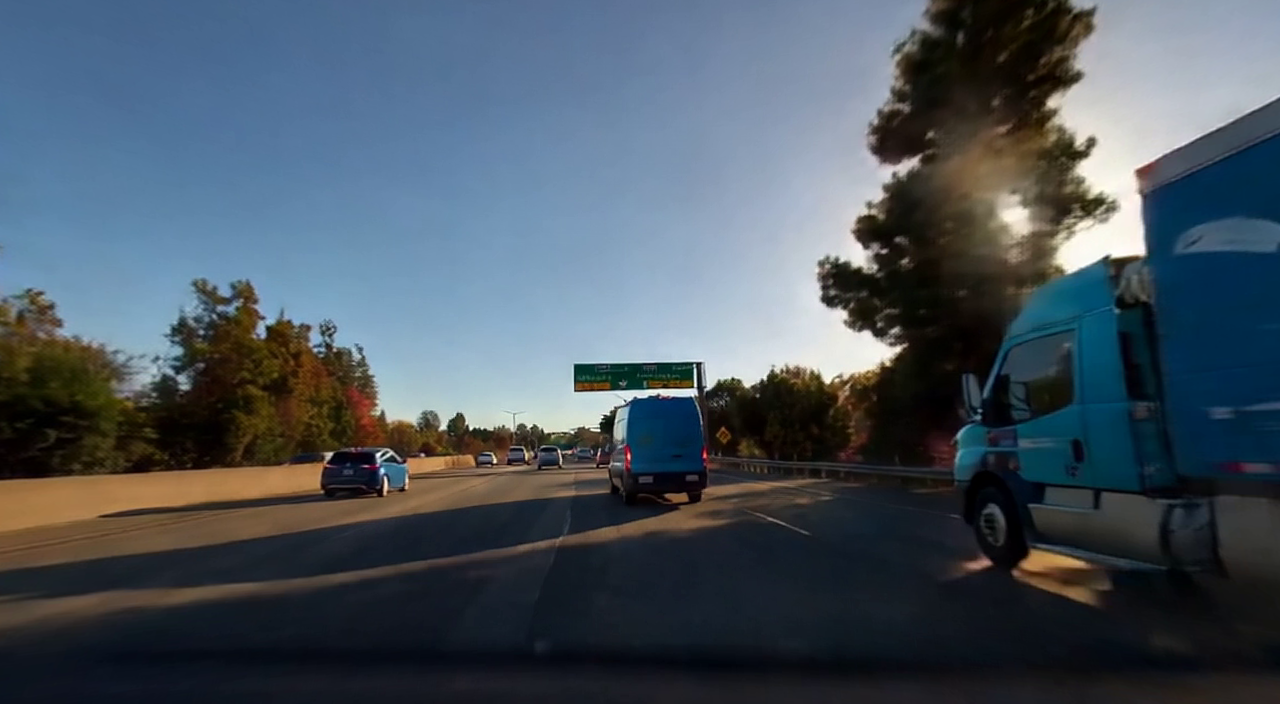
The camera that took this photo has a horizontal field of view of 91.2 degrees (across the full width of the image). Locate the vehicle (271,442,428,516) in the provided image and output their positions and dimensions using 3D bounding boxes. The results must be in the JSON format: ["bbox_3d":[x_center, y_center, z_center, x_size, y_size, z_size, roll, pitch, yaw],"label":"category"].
[{"bbox_3d":[-6.776,2.976,15.248,2.003,1.498,4.386,0,-9,-5],"label":"vehicle"}]

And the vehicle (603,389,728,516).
[{"bbox_3d":[0.365,2.420,15.307,2.268,2.551,5.144,1,-9,-6],"label":"vehicle"}]

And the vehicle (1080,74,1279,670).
[{"bbox_3d":[5.454,-0.387,0.553,2.800,3.507,9.244,0,-9,-4],"label":"vehicle"}]

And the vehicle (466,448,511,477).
[{"bbox_3d":[-8.411,6.160,35.145,2.026,1.506,4.102,1,-9,-7],"label":"vehicle"}]

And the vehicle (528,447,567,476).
[{"bbox_3d":[-5.179,6.175,35.566,2.002,1.536,4.021,1,-9,-6],"label":"vehicle"}]
